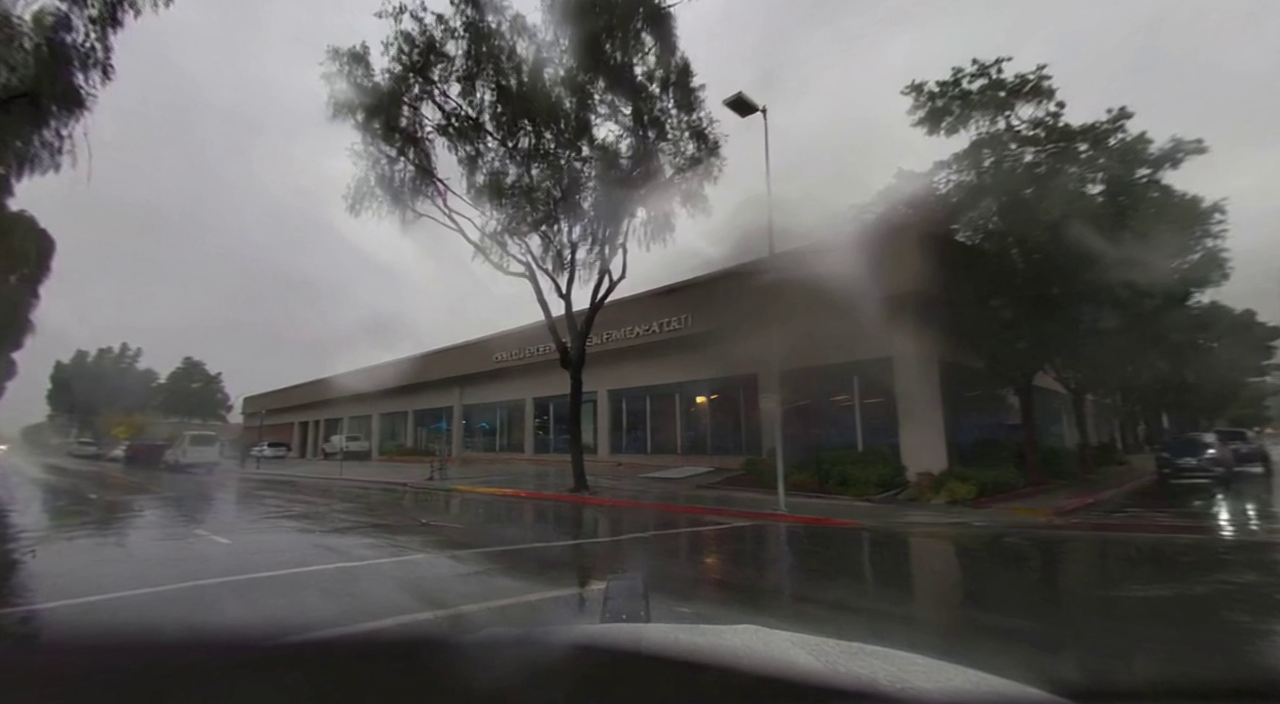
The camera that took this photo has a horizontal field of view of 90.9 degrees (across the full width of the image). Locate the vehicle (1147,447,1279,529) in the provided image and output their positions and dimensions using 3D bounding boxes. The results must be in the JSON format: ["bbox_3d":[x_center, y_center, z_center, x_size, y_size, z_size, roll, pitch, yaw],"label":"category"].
[{"bbox_3d":[13.167,2.839,13.843,4.949,1.475,2.182,7,-11,-41],"label":"vehicle"}]

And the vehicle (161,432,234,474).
[{"bbox_3d":[-29.153,6.604,41.450,6.178,2.509,2.596,-8,-12,43],"label":"vehicle"}]
